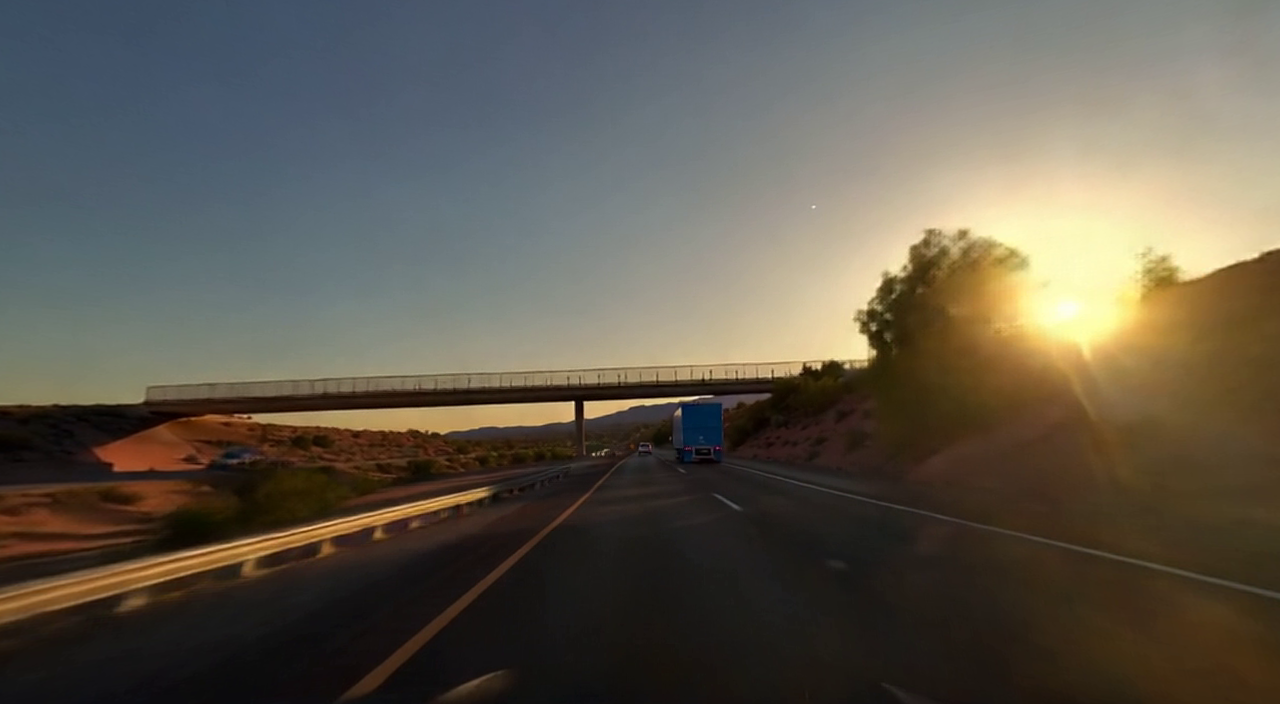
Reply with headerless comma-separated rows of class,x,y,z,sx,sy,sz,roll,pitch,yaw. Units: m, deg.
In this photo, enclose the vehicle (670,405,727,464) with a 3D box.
vehicle,4.047,6.129,46.263,3.024,3.834,10.128,0,-8,-1
